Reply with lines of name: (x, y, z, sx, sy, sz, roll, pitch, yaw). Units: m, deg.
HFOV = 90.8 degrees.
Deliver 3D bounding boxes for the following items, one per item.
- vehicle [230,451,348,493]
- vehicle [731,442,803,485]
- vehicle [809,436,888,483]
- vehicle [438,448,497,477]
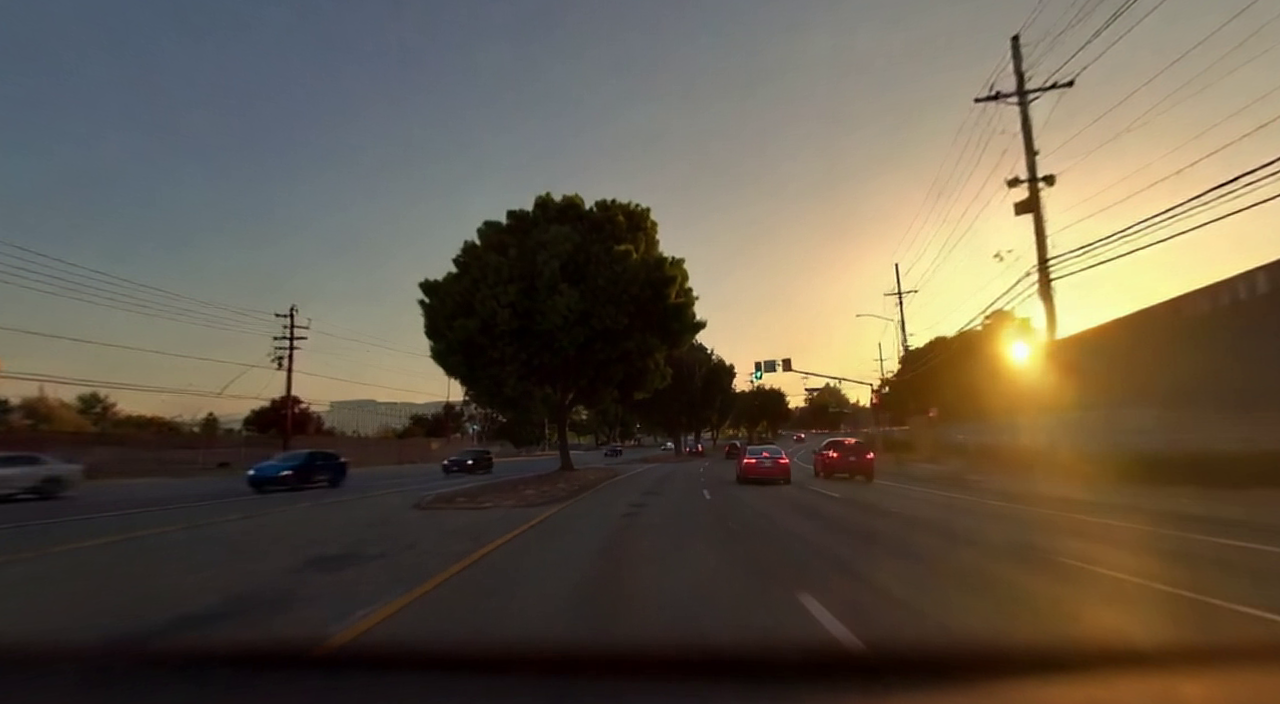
vehicle: (-14.114, 4.824, 25.786, 1.847, 1.478, 4.746, 0, -9, 4)
vehicle: (4.768, 4.231, 24.351, 2.035, 1.460, 4.392, 0, -9, 3)
vehicle: (8.614, 4.471, 26.563, 2.029, 1.795, 4.371, 0, -9, 3)
vehicle: (-10.112, 6.508, 37.435, 1.885, 1.592, 4.337, -1, -9, 5)
